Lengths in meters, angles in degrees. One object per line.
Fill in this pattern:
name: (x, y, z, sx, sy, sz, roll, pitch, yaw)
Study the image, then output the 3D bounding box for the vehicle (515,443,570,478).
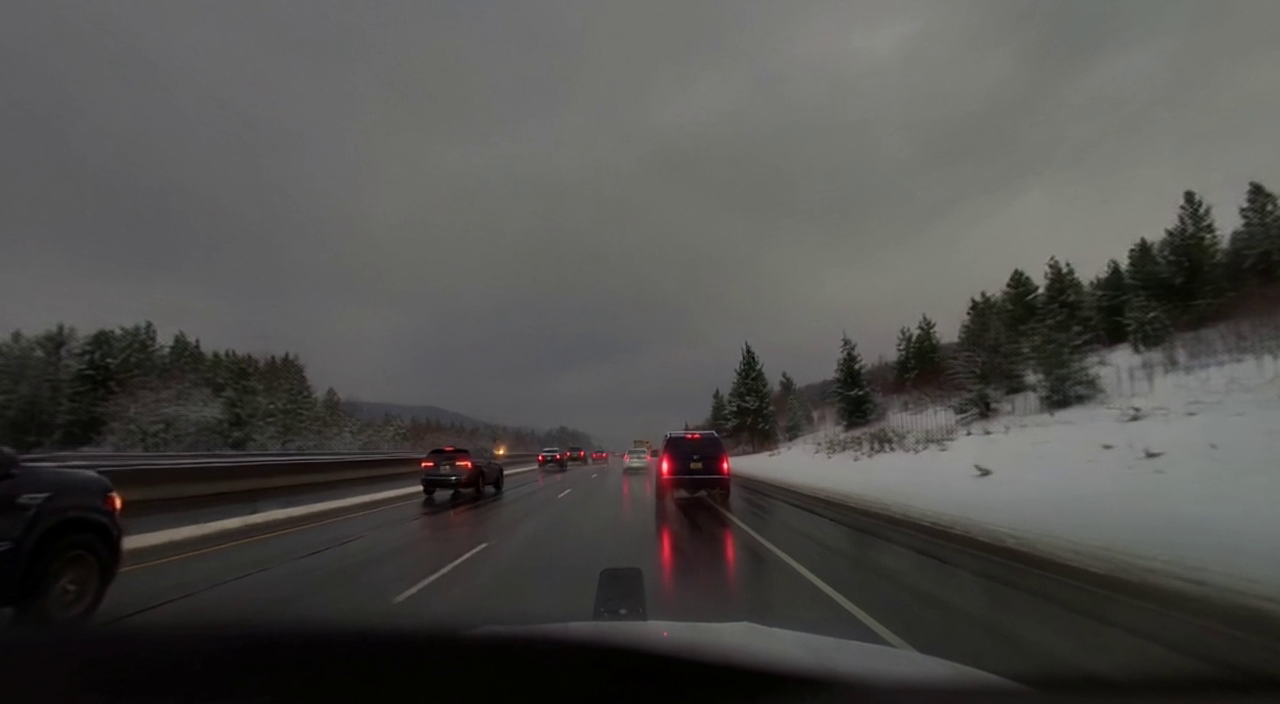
vehicle: (-4.470, 5.029, 29.408, 1.867, 1.489, 3.829, 0, -9, 1)

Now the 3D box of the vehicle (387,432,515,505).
vehicle: (-4.730, 2.976, 16.501, 1.934, 1.642, 4.201, 0, -9, 2)

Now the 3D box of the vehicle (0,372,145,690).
vehicle: (-4.375, 0.766, 2.161, 2.034, 1.642, 3.969, 0, -9, 1)

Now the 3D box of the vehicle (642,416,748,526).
vehicle: (0.971, 2.400, 13.153, 1.825, 1.920, 3.960, 0, -9, 0)

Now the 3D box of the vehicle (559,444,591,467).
vehicle: (-4.548, 7.362, 44.798, 1.855, 1.527, 4.209, 0, -9, 0)
